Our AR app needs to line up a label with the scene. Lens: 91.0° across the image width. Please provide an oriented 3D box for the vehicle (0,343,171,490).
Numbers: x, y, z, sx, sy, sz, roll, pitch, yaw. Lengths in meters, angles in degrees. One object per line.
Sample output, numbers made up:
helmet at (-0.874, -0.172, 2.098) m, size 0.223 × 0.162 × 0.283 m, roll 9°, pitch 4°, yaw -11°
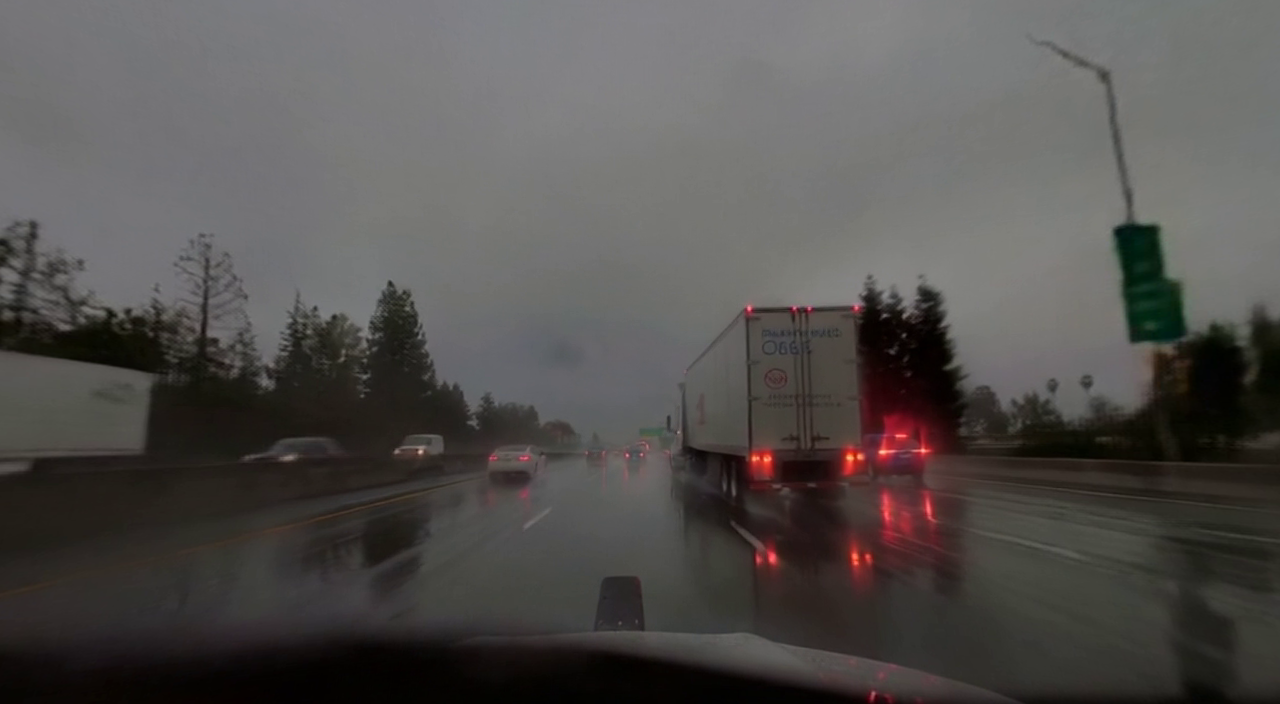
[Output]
vehicle at (-18.590, 1.414, 14.665) m, size 2.807 × 3.908 × 16.399 m, roll 0°, pitch -8°, yaw 0°

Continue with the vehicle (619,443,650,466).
vehicle at (-0.325, 7.012, 43.322) m, size 2.047 × 1.485 × 3.938 m, roll 0°, pitch -8°, yaw 1°

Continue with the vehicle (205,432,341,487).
vehicle at (-11.325, 3.333, 19.770) m, size 1.890 × 1.546 × 3.774 m, roll 0°, pitch -8°, yaw 1°

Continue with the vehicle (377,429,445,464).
vehicle at (-14.945, 6.217, 41.543) m, size 2.307 × 2.151 × 5.598 m, roll 0°, pitch -8°, yaw 1°

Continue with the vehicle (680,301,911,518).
vehicle at (3.411, 2.195, 19.997) m, size 2.907 × 4.109 × 16.177 m, roll 0°, pitch -8°, yaw -1°

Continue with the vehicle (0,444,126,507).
vehicle at (-14.893, 2.961, 15.426) m, size 1.596 × 1.364 × 3.442 m, roll 0°, pitch -8°, yaw 2°

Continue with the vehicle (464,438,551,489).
vehicle at (-4.235, 3.629, 20.784) m, size 1.968 × 1.507 × 3.829 m, roll 0°, pitch -8°, yaw 1°
